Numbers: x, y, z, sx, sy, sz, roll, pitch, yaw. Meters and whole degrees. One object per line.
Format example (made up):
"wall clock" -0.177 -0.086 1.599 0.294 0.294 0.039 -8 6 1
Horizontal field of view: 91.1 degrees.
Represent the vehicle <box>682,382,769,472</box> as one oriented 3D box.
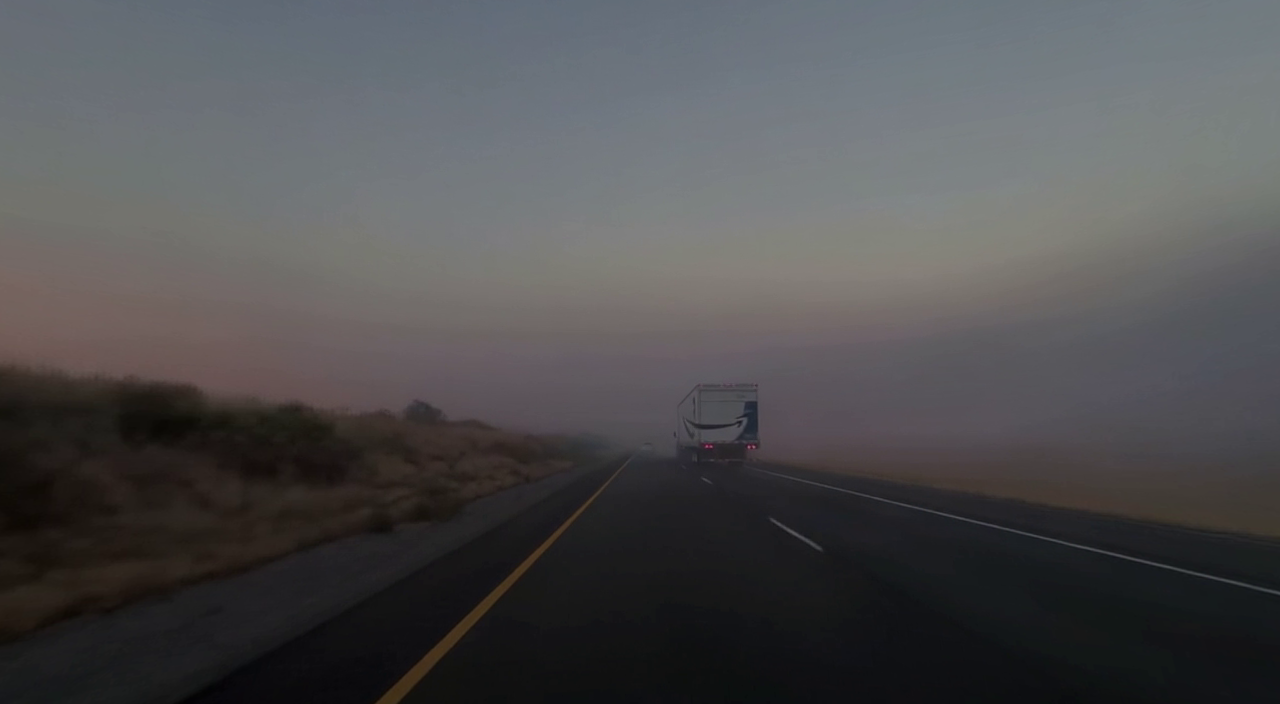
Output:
"vehicle" 4.687 4.854 38.906 3.190 4.365 16.625 0 -8 0
